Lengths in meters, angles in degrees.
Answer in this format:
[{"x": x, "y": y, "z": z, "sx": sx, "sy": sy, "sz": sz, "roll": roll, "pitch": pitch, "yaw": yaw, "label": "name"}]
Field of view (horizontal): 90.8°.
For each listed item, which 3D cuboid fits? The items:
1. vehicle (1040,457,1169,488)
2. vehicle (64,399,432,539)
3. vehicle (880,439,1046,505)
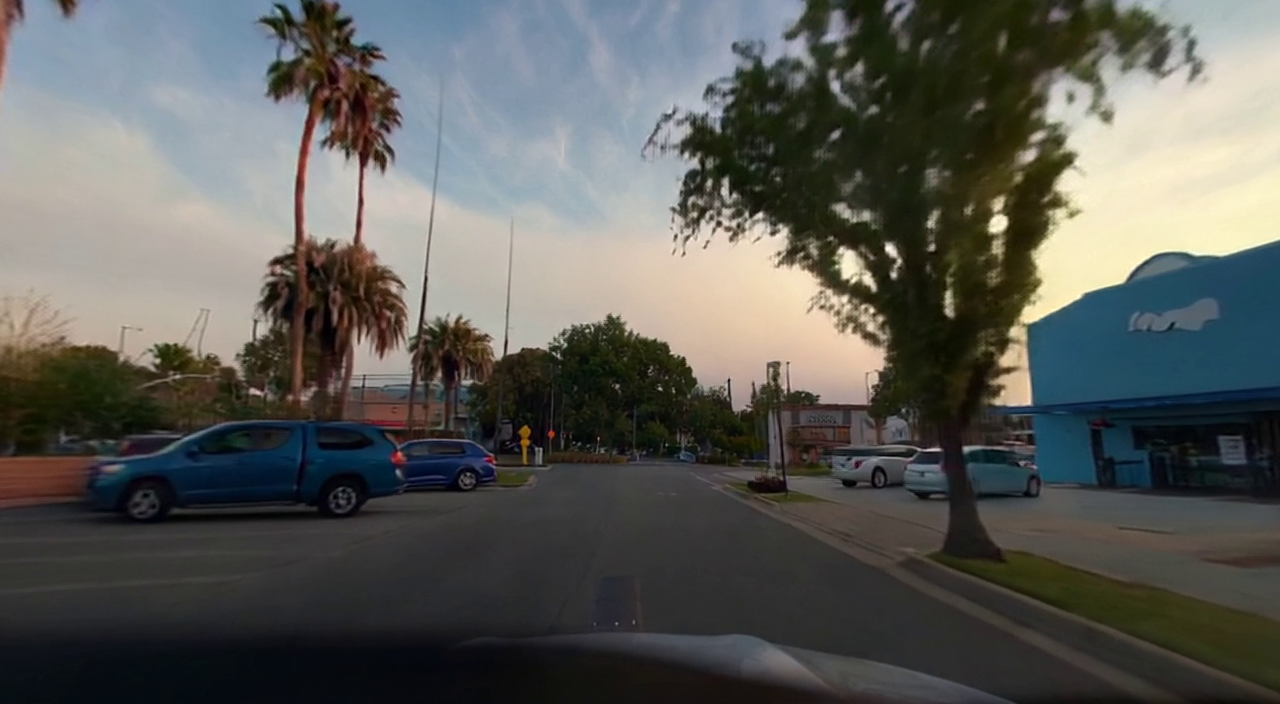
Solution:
[{"x": 24.903, "y": 6.441, "z": 34.114, "sx": 1.785, "sy": 1.539, "sz": 5.214, "roll": 7, "pitch": -12, "yaw": -34, "label": "vehicle"}, {"x": -6.312, "y": 1.906, "z": 10.769, "sx": 4.787, "sy": 1.867, "sz": 2.092, "roll": 6, "pitch": -10, "yaw": -34, "label": "vehicle"}, {"x": 9.897, "y": 3.636, "z": 19.331, "sx": 4.758, "sy": 1.759, "sz": 2.068, "roll": 5, "pitch": -11, "yaw": -28, "label": "vehicle"}]
